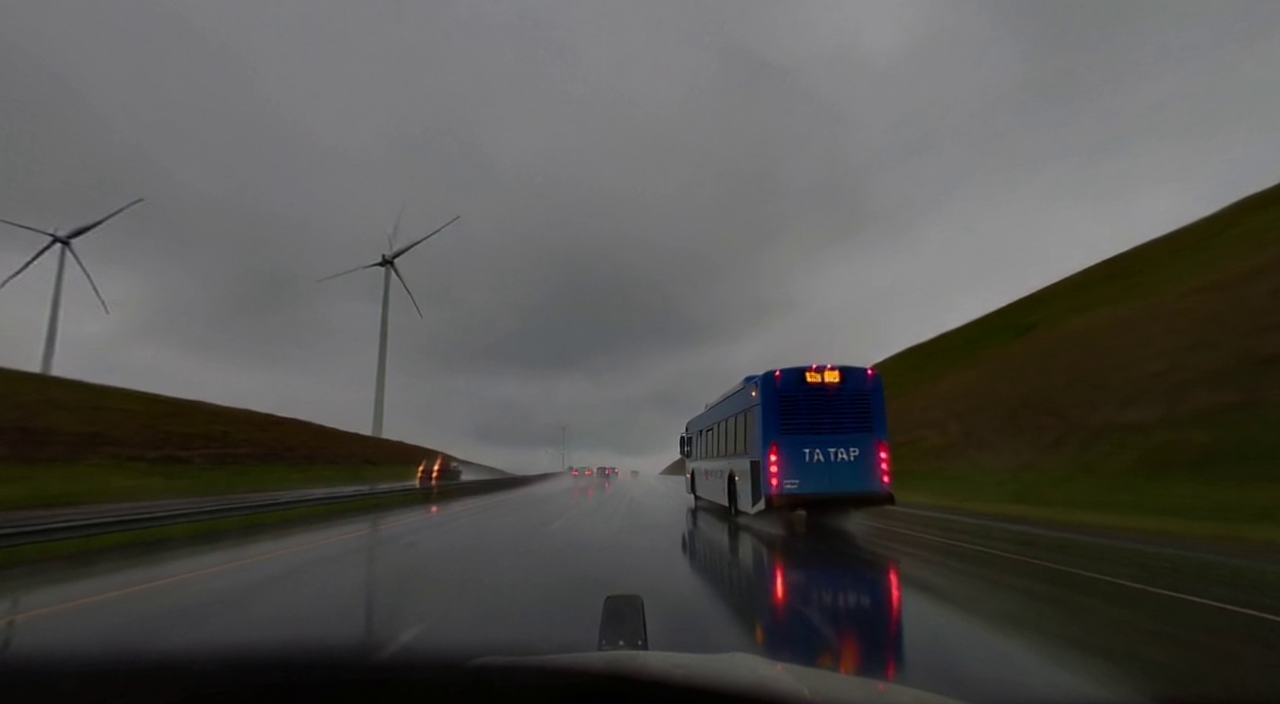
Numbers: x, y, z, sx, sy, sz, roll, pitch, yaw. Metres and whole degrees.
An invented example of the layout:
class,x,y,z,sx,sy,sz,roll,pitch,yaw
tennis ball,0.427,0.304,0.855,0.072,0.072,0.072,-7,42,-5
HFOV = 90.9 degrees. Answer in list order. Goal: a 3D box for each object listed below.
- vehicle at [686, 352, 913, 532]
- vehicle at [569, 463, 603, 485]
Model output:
class,x,y,z,sx,sy,sz,roll,pitch,yaw
vehicle,3.694,3.097,19.865,2.941,3.574,14.463,1,-10,-2
vehicle,-4.019,9.173,47.432,2.213,1.568,4.274,1,-10,-1
